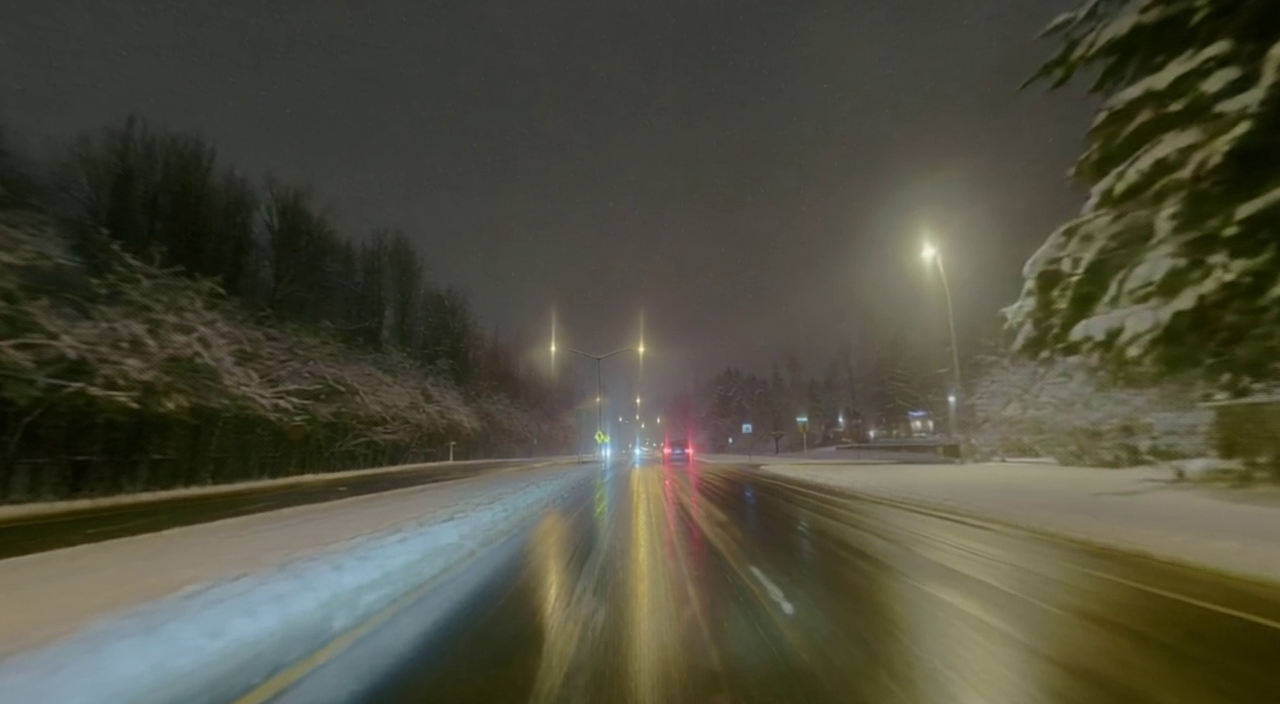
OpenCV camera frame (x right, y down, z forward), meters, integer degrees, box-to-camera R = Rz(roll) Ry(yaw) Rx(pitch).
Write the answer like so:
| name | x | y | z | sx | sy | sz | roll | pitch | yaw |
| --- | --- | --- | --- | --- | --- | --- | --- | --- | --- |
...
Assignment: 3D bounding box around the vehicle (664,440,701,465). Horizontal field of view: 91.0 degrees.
| name | x | y | z | sx | sy | sz | roll | pitch | yaw |
| --- | --- | --- | --- | --- | --- | --- | --- | --- | --- |
| vehicle | 2.725 | 6.545 | 41.145 | 2.044 | 1.537 | 4.528 | 0 | -8 | -1 |
